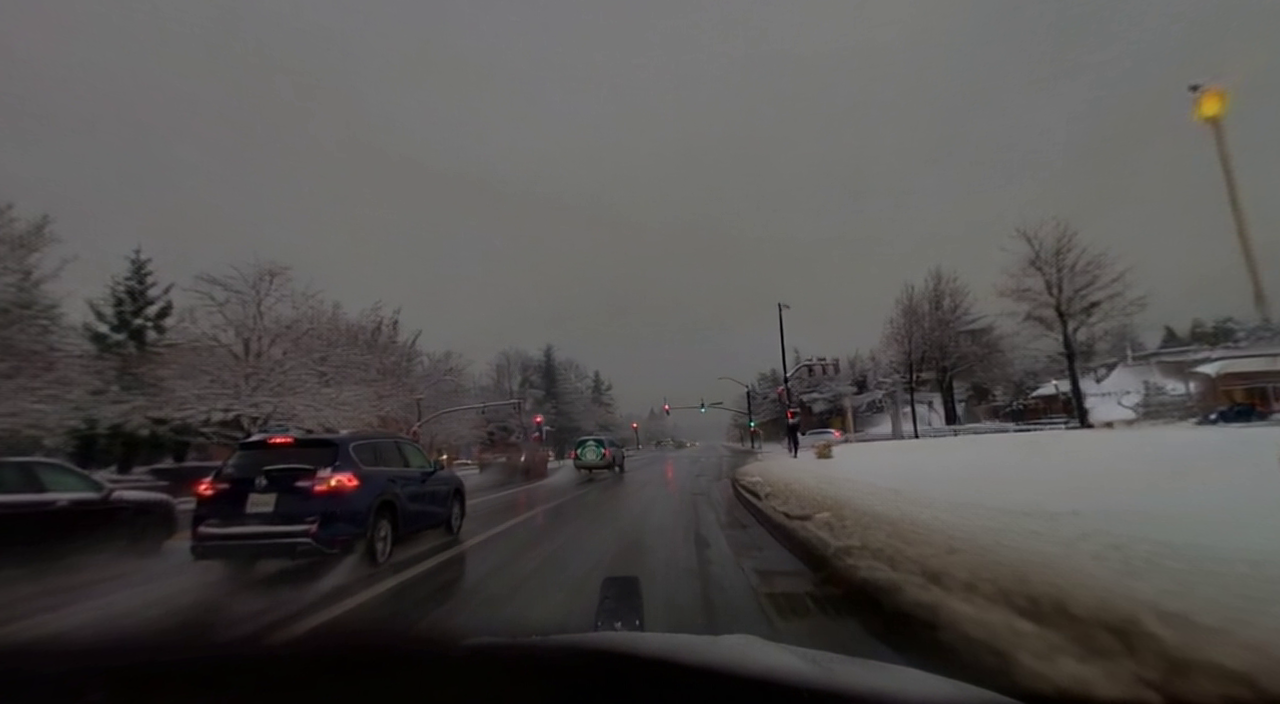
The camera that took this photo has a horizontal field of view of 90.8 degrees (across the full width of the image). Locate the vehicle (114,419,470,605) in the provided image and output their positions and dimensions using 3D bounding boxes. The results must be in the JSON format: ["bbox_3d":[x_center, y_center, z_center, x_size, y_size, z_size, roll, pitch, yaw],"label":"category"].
[{"bbox_3d":[-3.822,1.787,8.006,2.002,1.664,4.113,-2,-8,3],"label":"vehicle"}]

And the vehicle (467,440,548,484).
[{"bbox_3d":[-5.827,4.914,28.459,2.160,1.779,4.549,-2,-9,8],"label":"vehicle"}]

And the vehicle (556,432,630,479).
[{"bbox_3d":[-1.921,4.470,27.427,2.167,1.832,4.679,-2,-9,9],"label":"vehicle"}]

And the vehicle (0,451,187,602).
[{"bbox_3d":[-7.705,1.958,7.258,1.974,1.558,3.949,-2,-9,2],"label":"vehicle"}]
